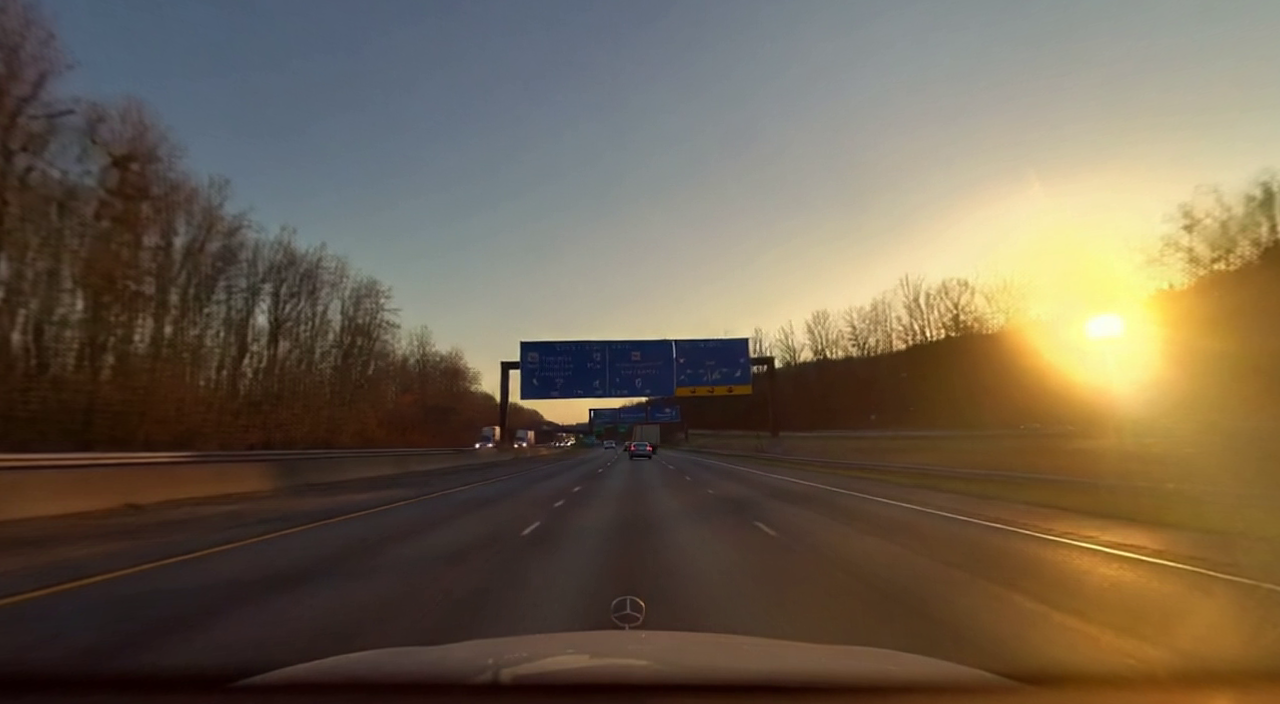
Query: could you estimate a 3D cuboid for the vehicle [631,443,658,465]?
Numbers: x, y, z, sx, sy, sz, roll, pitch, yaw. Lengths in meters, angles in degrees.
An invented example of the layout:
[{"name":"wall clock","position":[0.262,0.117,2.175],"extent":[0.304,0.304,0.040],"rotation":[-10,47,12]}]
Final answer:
[{"name":"vehicle","position":[0.311,7.208,44.675],"extent":[1.859,1.478,3.799],"rotation":[0,-8,0]}]
